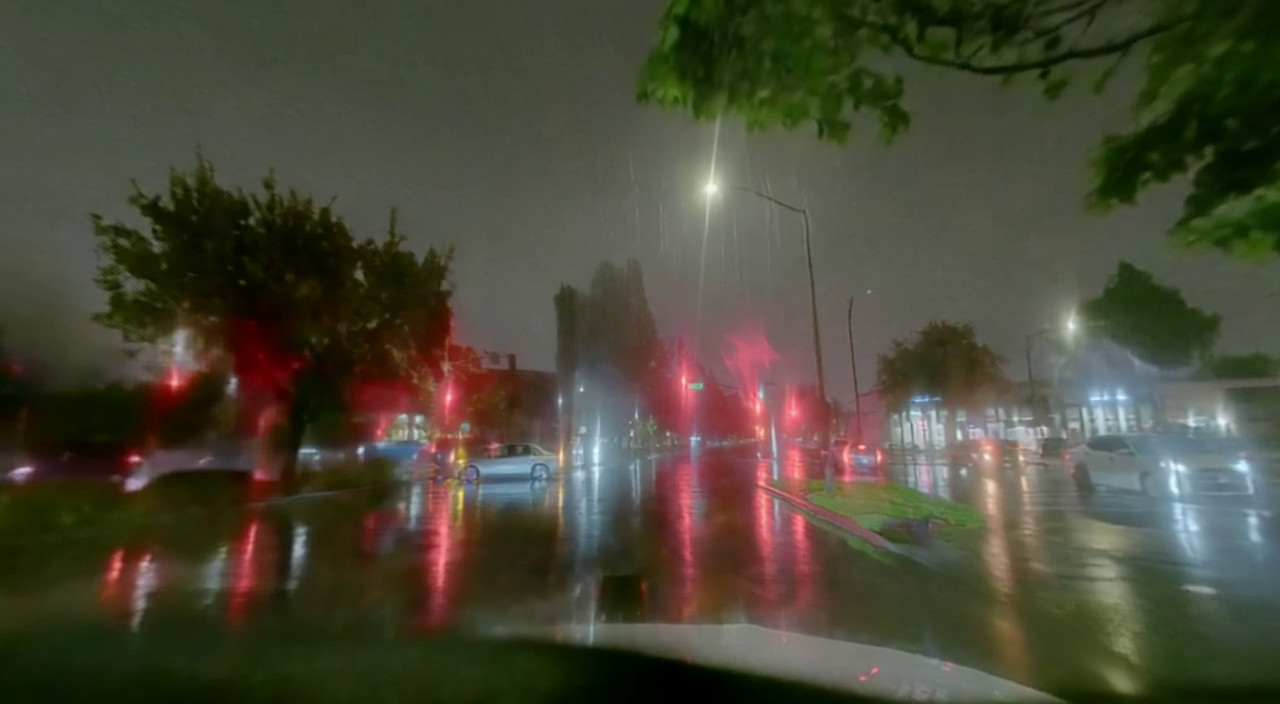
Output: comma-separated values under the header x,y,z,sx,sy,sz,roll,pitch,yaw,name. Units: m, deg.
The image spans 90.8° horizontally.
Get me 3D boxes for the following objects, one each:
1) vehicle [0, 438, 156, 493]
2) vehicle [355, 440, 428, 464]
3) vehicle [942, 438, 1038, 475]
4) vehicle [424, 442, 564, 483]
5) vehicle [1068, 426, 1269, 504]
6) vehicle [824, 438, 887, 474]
x,y,z,sx,sy,sz,roll,pitch,yaw,name
-21.135,4.117,23.416,2.082,1.779,4.841,-1,-9,9,vehicle
-18.886,7.610,48.215,4.906,1.784,1.913,2,-9,-14,vehicle
15.168,4.535,27.684,1.951,1.491,4.359,-1,-8,4,vehicle
-5.584,4.219,24.465,4.792,1.468,2.116,-2,-9,12,vehicle
12.926,2.763,15.909,1.921,1.657,4.400,-2,-9,12,vehicle
9.905,4.776,29.450,2.061,1.519,4.794,-1,-8,10,vehicle
